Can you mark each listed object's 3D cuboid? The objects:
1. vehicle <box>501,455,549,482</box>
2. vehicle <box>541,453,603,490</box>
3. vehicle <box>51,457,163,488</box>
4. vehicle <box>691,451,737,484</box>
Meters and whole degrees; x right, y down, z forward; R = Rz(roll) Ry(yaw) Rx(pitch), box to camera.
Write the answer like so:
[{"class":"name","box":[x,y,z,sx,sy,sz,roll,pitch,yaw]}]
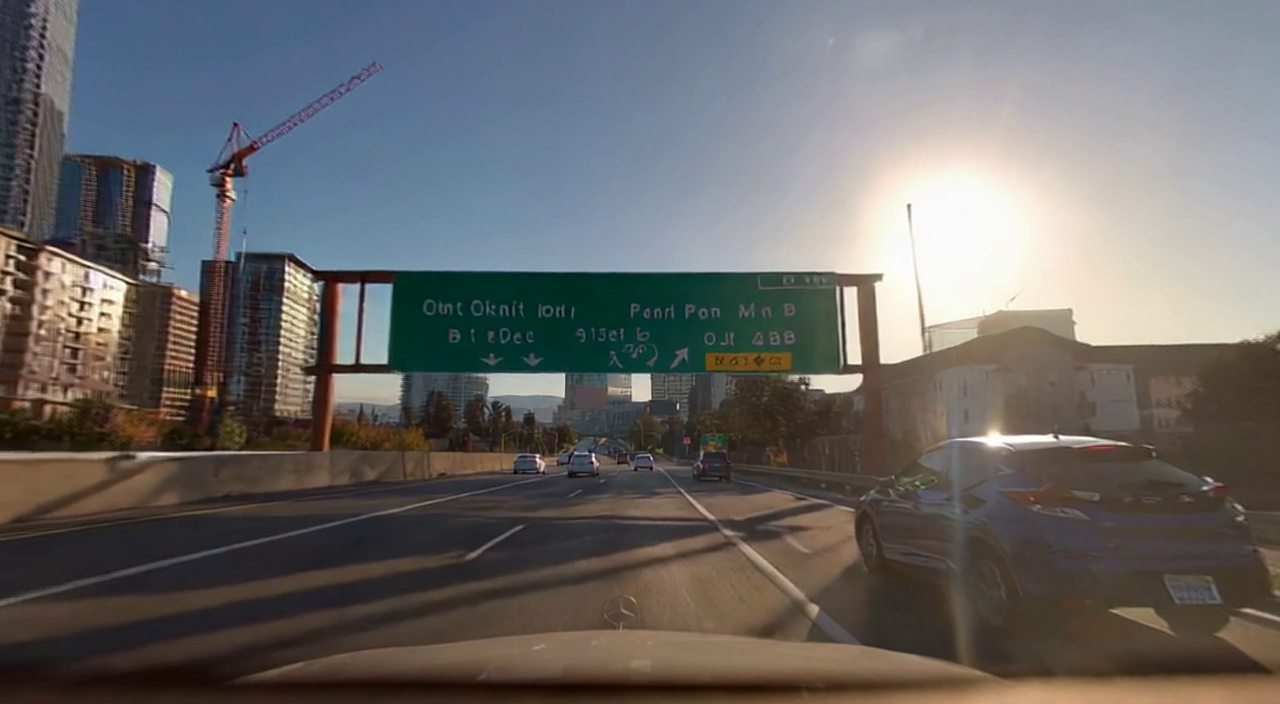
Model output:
[{"class":"vehicle","box":[-6.816,6.965,37.963,1.951,1.528,4.209,0,-9,2]},{"class":"vehicle","box":[-2.930,5.315,28.403,2.136,1.512,4.488,0,-9,2]},{"class":"vehicle","box":[-27.121,6.143,32.373,1.798,1.446,4.409,0,-9,1]},{"class":"vehicle","box":[3.844,6.113,33.599,1.978,1.602,4.092,0,-9,1]}]
